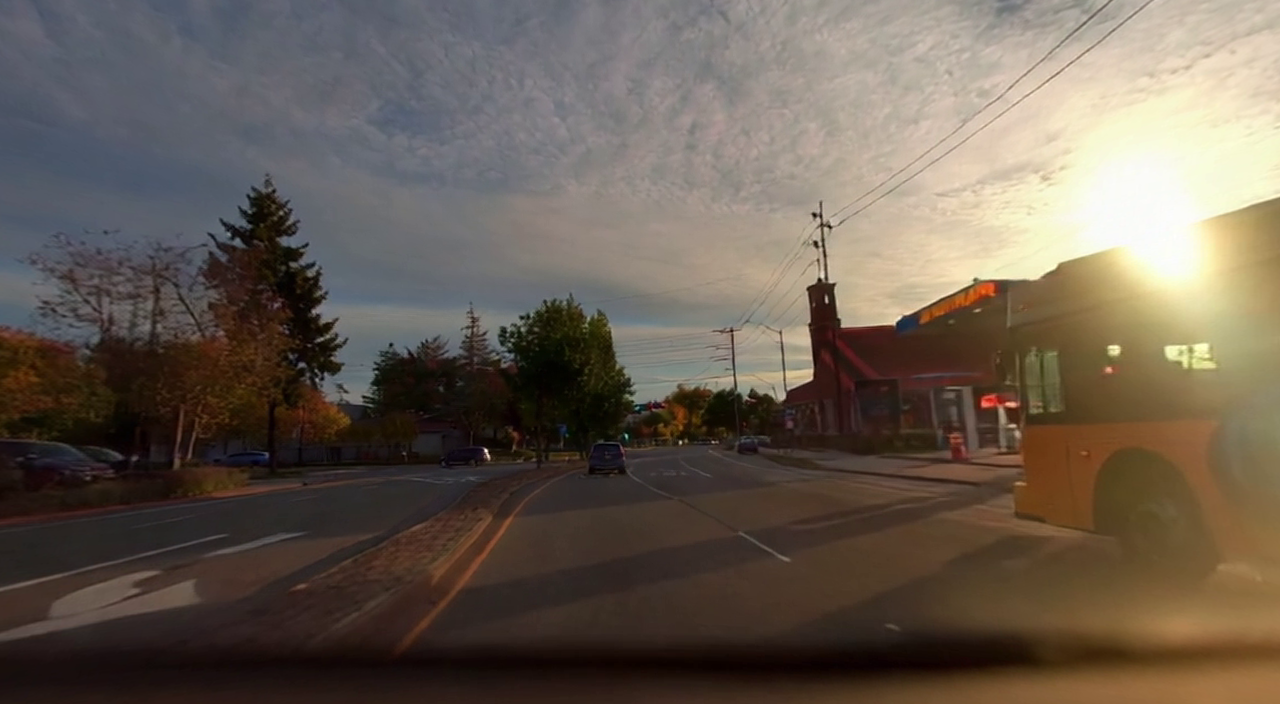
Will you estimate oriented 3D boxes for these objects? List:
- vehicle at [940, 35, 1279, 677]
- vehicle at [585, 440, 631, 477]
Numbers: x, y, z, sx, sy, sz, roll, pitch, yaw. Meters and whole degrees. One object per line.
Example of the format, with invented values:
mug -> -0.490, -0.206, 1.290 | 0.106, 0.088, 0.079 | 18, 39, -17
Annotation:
vehicle -> 4.838, -0.369, 0.760 | 3.028, 3.353, 12.630 | -1, -8, 1
vehicle -> -1.514, 5.085, 30.396 | 2.032, 1.621, 4.082 | 0, -8, -2
